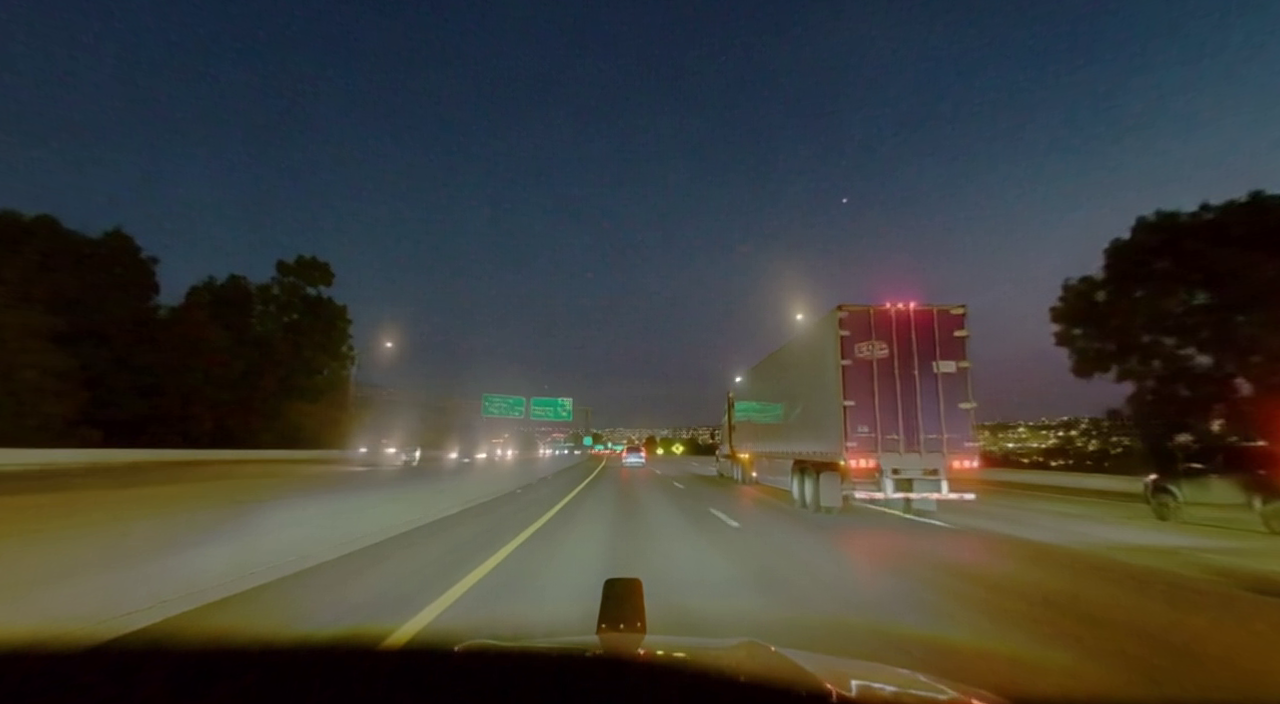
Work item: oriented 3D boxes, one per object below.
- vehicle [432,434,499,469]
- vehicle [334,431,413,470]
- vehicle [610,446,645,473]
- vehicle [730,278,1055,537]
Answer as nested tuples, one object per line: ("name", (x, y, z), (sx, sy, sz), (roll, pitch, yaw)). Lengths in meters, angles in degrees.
("vehicle", (-8.136, 4.690, 29.741), (2.029, 1.527, 4.006), (0, -9, 0))
("vehicle", (-12.487, 4.664, 29.824), (1.945, 1.570, 4.183), (4, -9, -2))
("vehicle", (-0.774, 6.744, 39.854), (2.111, 1.599, 3.859), (0, -9, -1))
("vehicle", (4.848, 1.881, 16.746), (2.890, 4.006, 14.039), (0, -9, 0))
